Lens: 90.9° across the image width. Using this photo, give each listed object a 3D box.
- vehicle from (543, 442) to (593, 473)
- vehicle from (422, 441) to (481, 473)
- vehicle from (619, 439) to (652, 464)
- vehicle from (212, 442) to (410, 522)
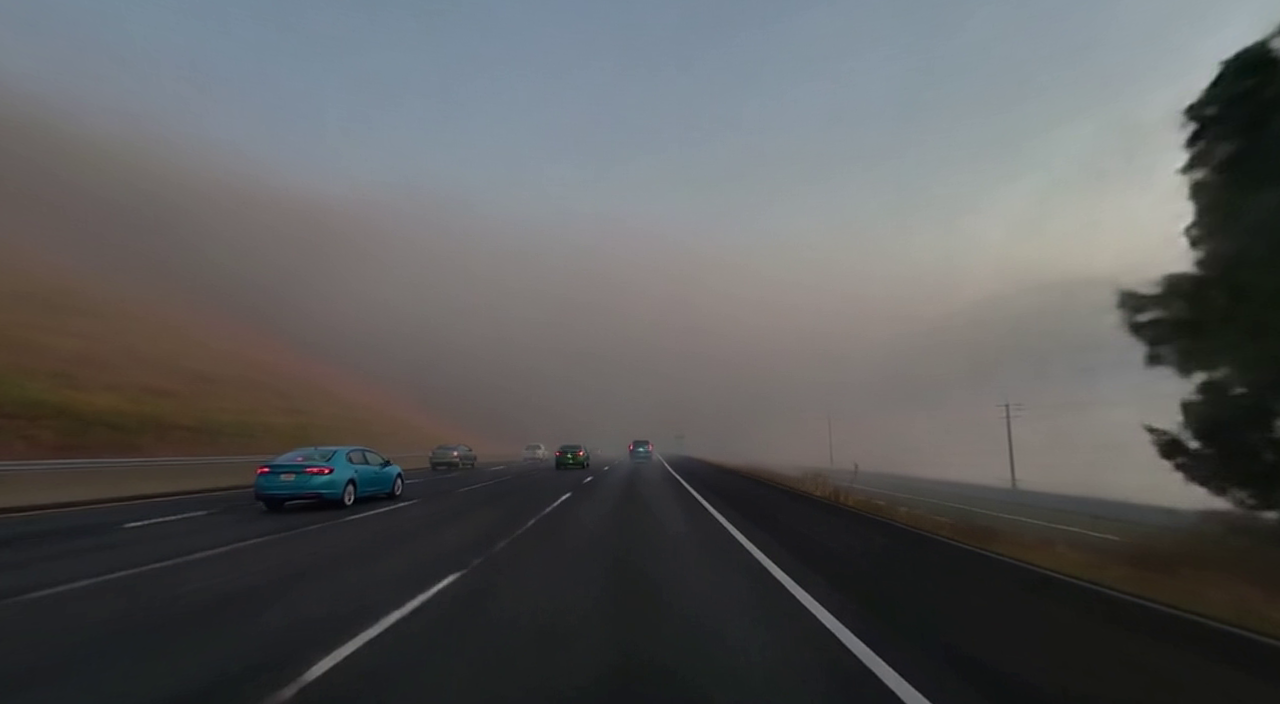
[{"bbox_3d":[-3.841,5.703,34.449,2.144,1.505,4.649,0,-8,0],"label":"vehicle"},{"bbox_3d":[-11.061,6.142,37.322,2.025,1.750,4.505,0,-8,1],"label":"vehicle"},{"bbox_3d":[-0.336,6.989,44.654,2.225,1.674,4.044,0,-8,-1],"label":"vehicle"},{"bbox_3d":[-6.860,2.709,13.811,1.991,1.441,4.265,0,-8,1],"label":"vehicle"}]
